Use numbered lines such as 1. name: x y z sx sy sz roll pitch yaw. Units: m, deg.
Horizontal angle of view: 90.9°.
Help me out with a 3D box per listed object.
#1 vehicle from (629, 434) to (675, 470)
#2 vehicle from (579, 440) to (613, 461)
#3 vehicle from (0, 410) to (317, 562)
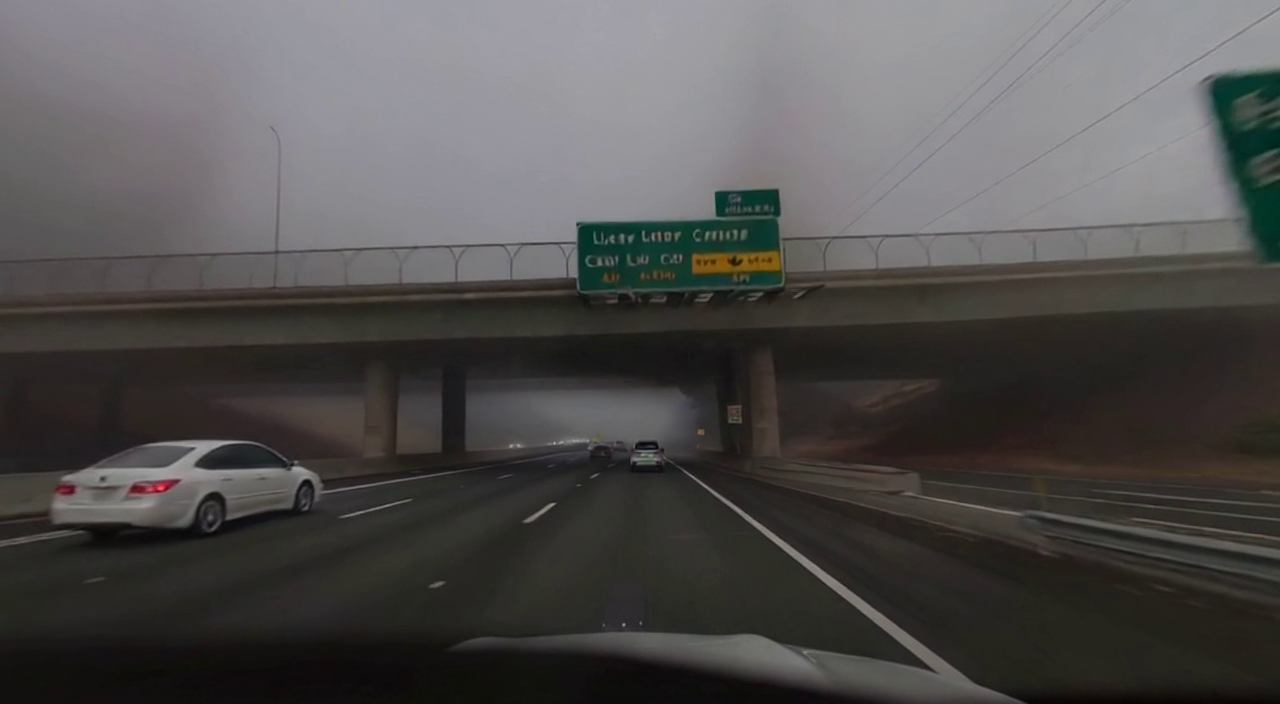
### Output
1. vehicle: 0.587 4.996 31.660 2.152 1.697 4.066 0 -8 0
2. vehicle: -3.161 7.153 45.980 2.056 1.464 4.564 0 -8 1
3. vehicle: -7.298 1.898 9.742 2.090 1.765 4.612 0 -8 1
